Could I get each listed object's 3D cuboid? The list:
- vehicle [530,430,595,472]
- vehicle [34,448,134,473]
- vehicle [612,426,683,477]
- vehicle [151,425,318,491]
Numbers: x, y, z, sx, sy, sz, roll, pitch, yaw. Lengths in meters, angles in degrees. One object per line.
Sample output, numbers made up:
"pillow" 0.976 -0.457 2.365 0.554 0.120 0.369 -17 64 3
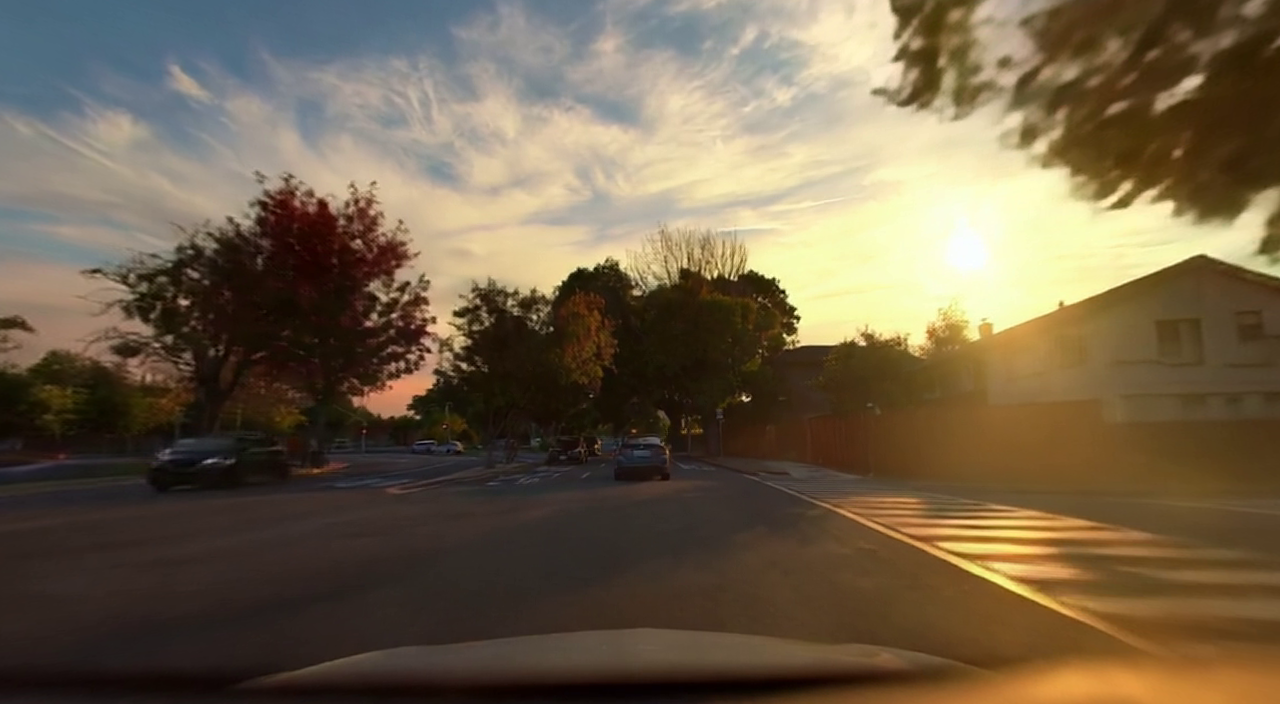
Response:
"vehicle" -3.336 4.321 27.936 2.067 1.546 4.988 2 -6 2
"vehicle" -39.023 7.615 44.227 4.724 1.597 2.191 4 -8 -26
"vehicle" 0.249 3.526 22.566 2.290 1.653 4.127 0 -8 0
"vehicle" -11.528 3.011 18.299 2.103 1.679 4.199 0 -7 -1
